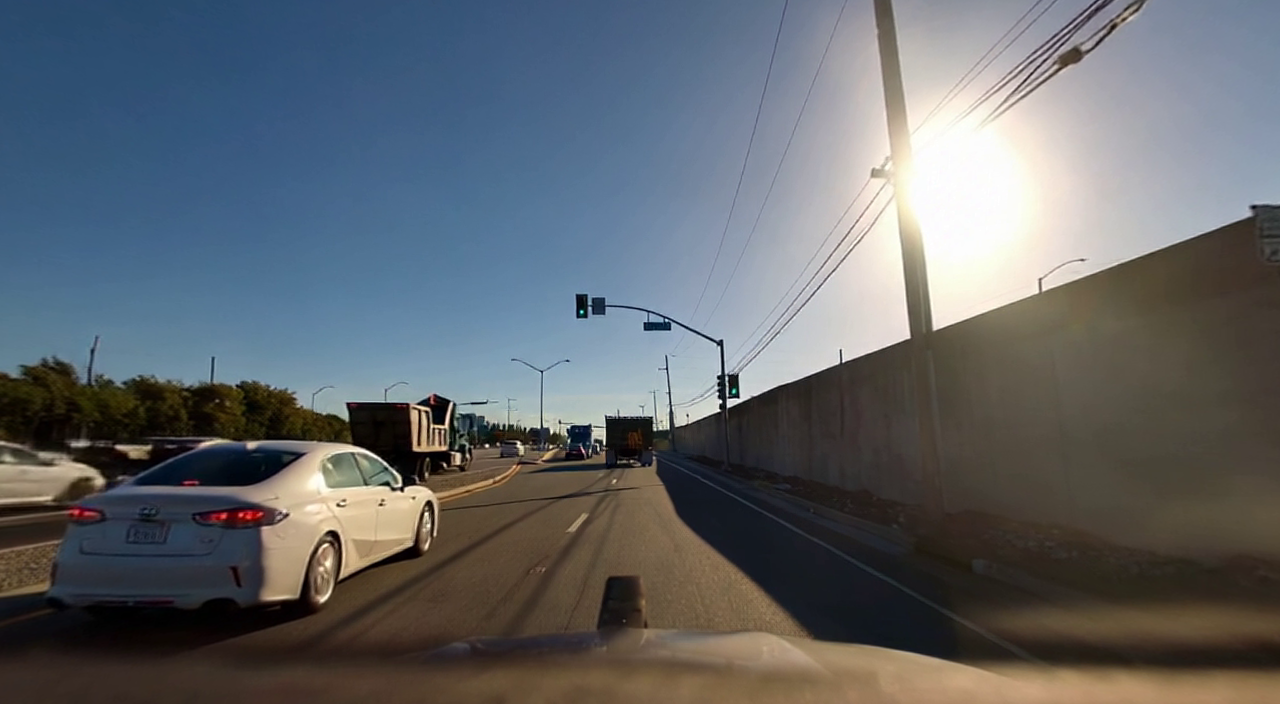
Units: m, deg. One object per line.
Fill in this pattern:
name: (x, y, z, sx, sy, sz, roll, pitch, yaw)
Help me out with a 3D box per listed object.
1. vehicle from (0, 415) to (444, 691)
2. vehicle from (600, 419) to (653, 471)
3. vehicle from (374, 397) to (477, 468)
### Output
vehicle: (-3.710, 1.461, 5.972, 2.019, 1.480, 4.966, 0, -8, 1)
vehicle: (-0.666, 4.510, 30.589, 2.355, 2.305, 5.336, 0, -8, -1)
vehicle: (-12.887, 5.067, 38.952, 3.016, 3.847, 8.707, 0, -8, 1)
